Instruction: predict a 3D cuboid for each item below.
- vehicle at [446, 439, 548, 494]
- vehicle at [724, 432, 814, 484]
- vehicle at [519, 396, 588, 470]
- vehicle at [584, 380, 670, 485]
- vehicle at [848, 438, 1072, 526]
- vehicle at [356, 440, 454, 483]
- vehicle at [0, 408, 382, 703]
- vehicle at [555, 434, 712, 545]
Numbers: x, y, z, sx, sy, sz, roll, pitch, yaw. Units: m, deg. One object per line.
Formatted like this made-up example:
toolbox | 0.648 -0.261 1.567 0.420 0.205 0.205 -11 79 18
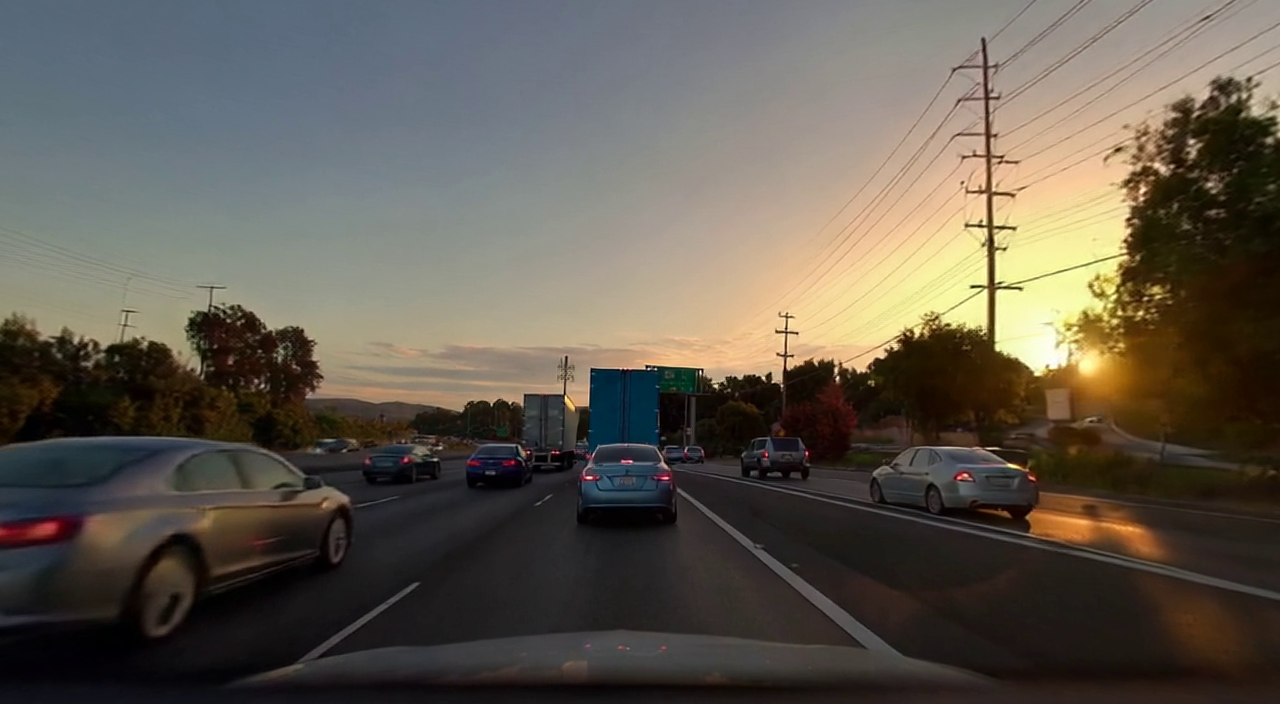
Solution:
vehicle | -4.214 3.458 19.550 2.090 1.463 4.968 0 -9 -1
vehicle | 4.532 3.816 22.914 2.023 1.676 4.002 1 -9 -6
vehicle | -5.796 6.097 45.951 3.150 4.298 17.928 0 -9 -2
vehicle | -0.613 3.348 25.619 2.909 3.518 8.262 0 -9 -2
vehicle | 5.909 2.426 12.372 1.878 1.406 4.164 1 -9 -6
vehicle | -8.690 4.093 23.869 2.008 1.454 4.693 0 -9 -2
vehicle | -3.858 1.225 4.411 1.960 1.450 5.246 0 -9 -1
vehicle | -0.203 2.159 10.581 2.112 1.463 4.012 0 -9 -3
